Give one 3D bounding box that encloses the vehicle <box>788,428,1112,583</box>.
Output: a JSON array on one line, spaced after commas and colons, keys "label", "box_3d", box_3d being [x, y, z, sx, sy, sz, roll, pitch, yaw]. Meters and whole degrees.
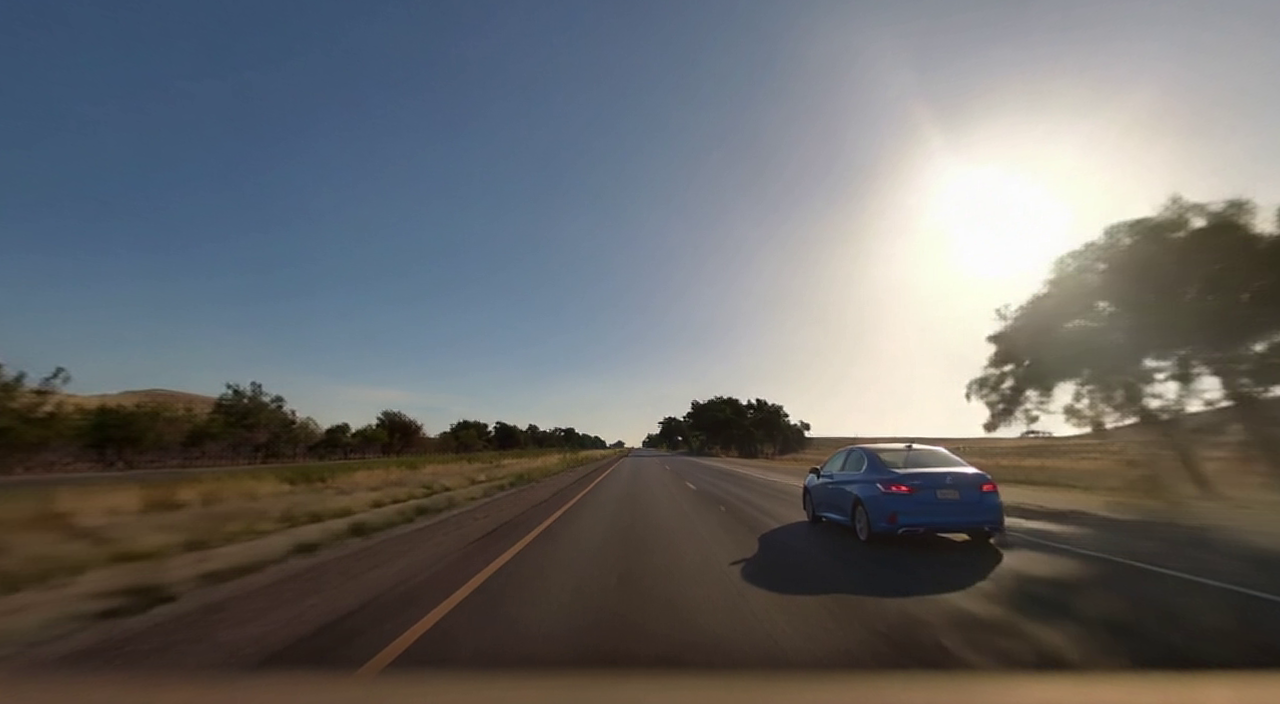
[{"label": "vehicle", "box_3d": [3.515, 1.813, 8.355, 2.003, 1.466, 4.441, 0, -9, 0]}]
